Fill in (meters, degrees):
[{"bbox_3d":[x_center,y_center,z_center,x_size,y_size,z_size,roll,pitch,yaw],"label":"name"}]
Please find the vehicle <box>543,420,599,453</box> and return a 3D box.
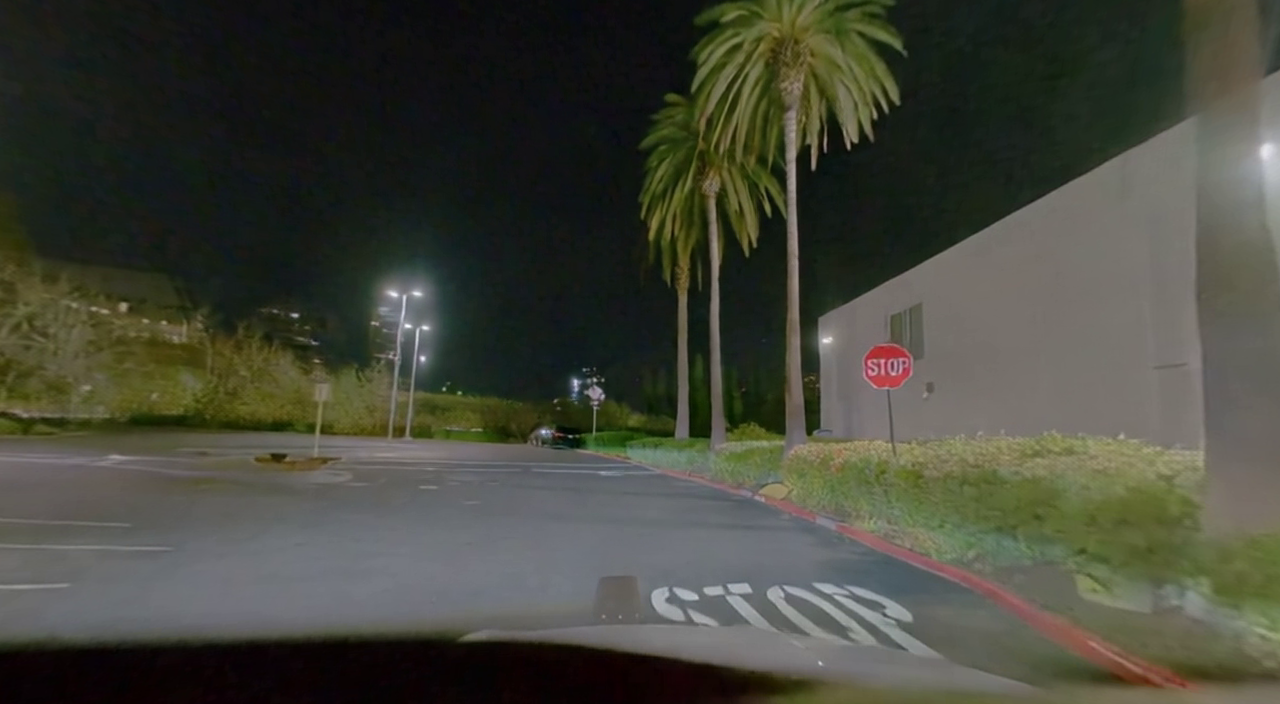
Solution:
[{"bbox_3d":[-3.965,4.825,35.650,2.071,1.700,4.367,3,-9,-21],"label":"vehicle"}]
